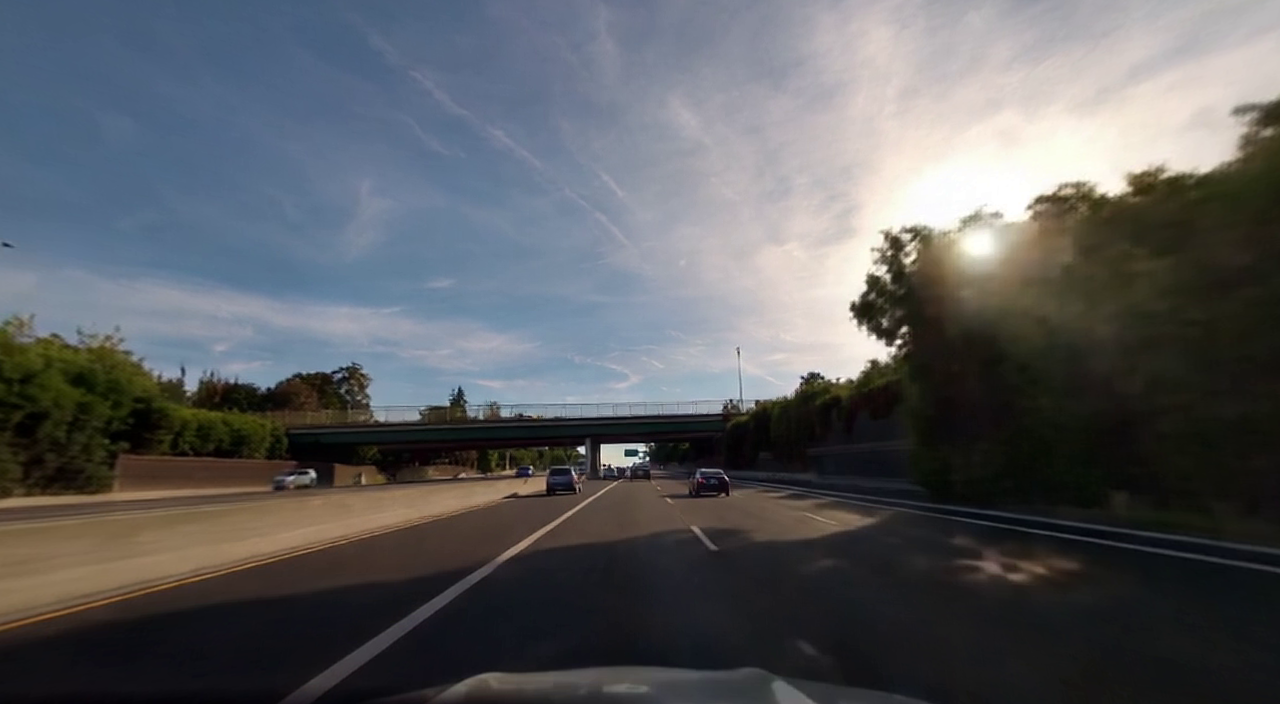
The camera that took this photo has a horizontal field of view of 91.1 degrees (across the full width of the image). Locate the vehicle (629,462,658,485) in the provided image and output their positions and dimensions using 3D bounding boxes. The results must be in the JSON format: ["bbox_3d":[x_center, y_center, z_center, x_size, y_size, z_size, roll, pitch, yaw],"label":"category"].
[{"bbox_3d":[0.257,9.600,49.567,2.181,1.698,4.056,1,-10,0],"label":"vehicle"}]

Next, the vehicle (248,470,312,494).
[{"bbox_3d":[-28.181,10.172,49.334,2.133,1.712,4.547,0,-10,2],"label":"vehicle"}]

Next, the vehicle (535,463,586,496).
[{"bbox_3d":[-3.891,6.331,31.374,1.975,1.486,3.903,1,-10,0],"label":"vehicle"}]

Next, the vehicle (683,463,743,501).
[{"bbox_3d":[3.186,5.787,28.245,2.092,1.518,4.348,1,-10,-2],"label":"vehicle"}]
